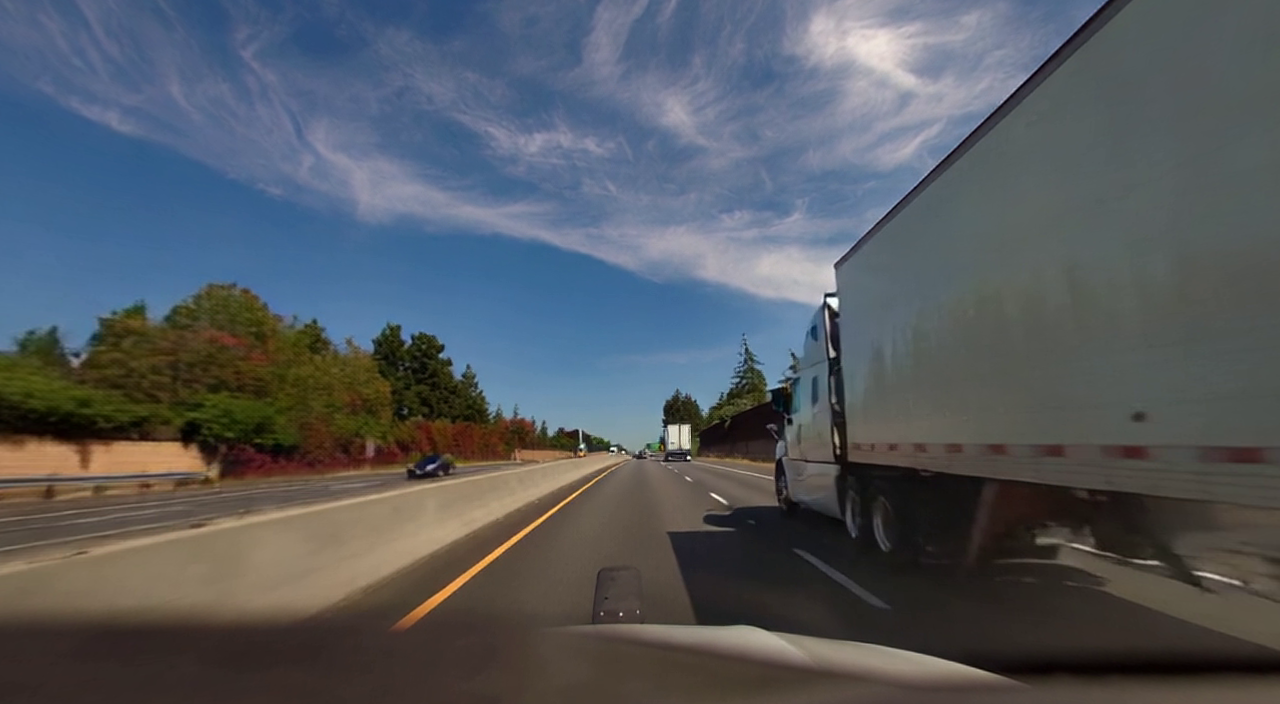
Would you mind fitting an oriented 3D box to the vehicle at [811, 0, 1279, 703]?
[{"bbox_3d":[4.163,-0.367,2.093,2.926,4.060,14.068,0,-9,-1],"label":"vehicle"}]
